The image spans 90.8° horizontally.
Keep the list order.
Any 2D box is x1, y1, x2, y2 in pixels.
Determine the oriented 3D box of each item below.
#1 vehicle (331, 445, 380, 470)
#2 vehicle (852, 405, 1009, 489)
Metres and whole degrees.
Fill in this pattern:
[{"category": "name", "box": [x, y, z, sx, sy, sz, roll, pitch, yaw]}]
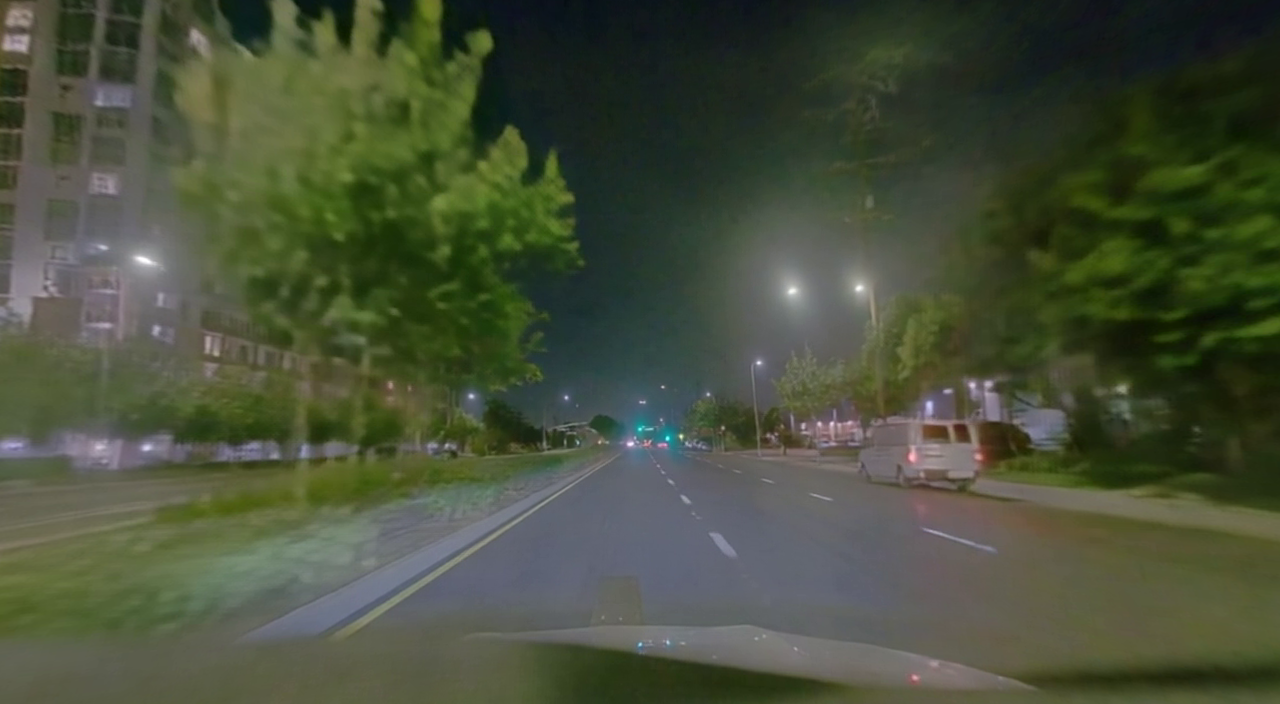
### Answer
[{"category": "vehicle", "box": [-22.168, 8.245, 49.408, 1.863, 1.845, 4.073, 0, -8, 1]}, {"category": "vehicle", "box": [9.872, 3.340, 22.251, 2.456, 2.534, 5.930, 0, -8, -2]}]
